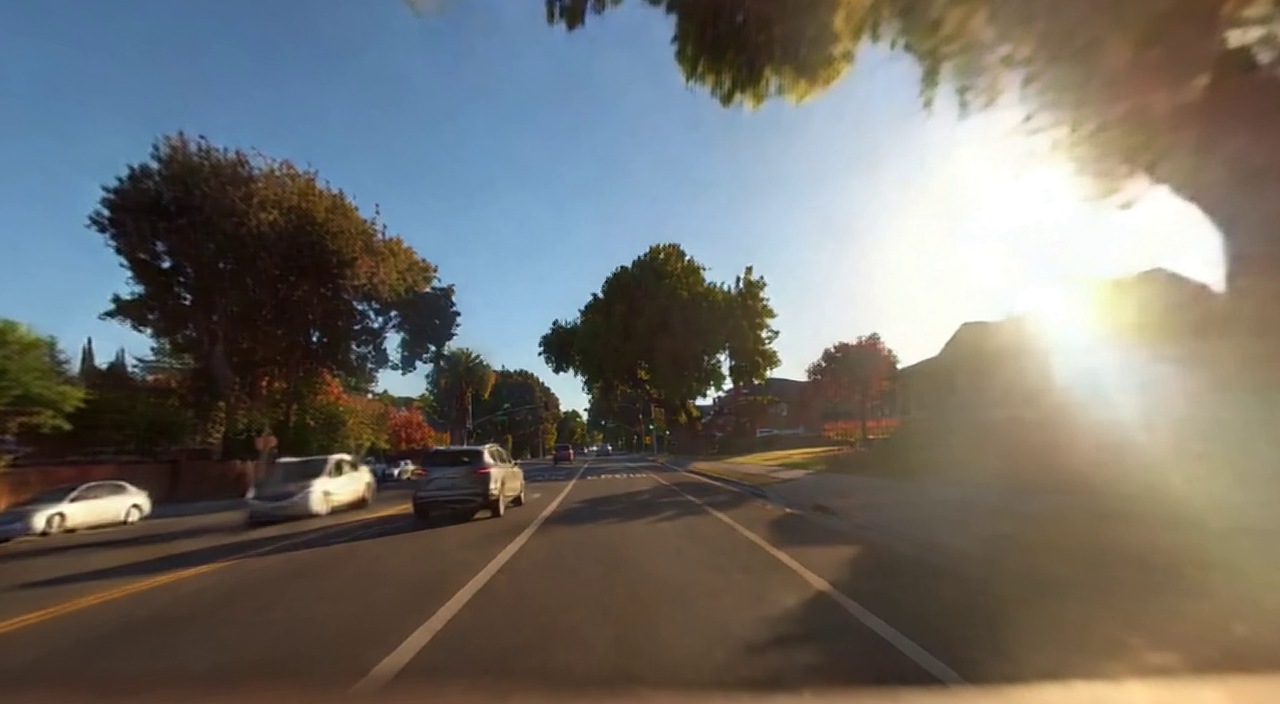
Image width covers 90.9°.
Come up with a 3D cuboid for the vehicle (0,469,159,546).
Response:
[{"bbox_3d":[-14.739,3.869,15.938,1.845,1.428,4.597,-5,-7,-4],"label":"vehicle"}]

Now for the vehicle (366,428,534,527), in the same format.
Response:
[{"bbox_3d":[-3.687,2.515,13.324,2.084,1.701,4.734,0,-8,0],"label":"vehicle"}]

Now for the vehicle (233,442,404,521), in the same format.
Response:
[{"bbox_3d":[-7.771,3.122,15.858,2.087,1.689,4.373,0,-8,-2],"label":"vehicle"}]

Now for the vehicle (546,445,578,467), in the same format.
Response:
[{"bbox_3d":[-5.894,7.898,48.152,2.060,1.530,4.121,1,-8,-3],"label":"vehicle"}]
